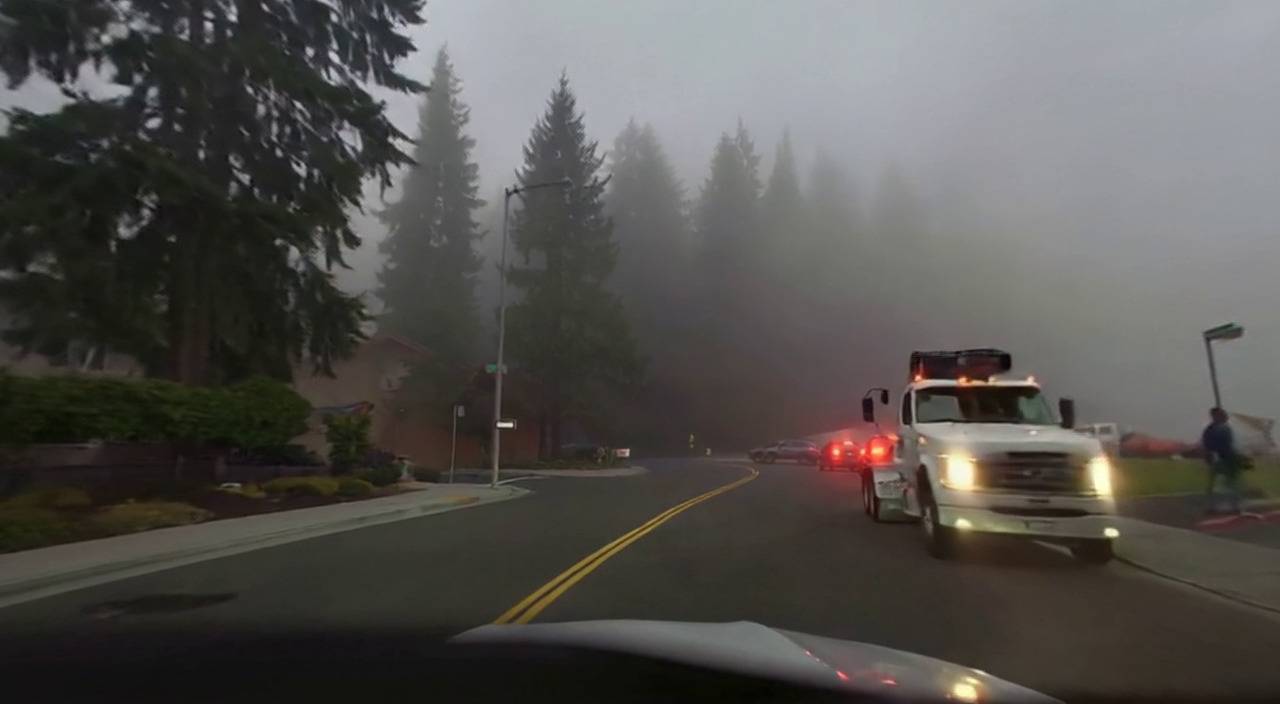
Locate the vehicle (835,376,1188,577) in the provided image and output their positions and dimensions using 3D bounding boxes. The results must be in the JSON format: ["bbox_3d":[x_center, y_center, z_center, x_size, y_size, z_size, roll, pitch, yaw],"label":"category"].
[{"bbox_3d":[4.941,1.851,10.288,2.874,2.021,7.293,-3,-9,14],"label":"vehicle"}]

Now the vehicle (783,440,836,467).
[{"bbox_3d":[11.582,6.975,43.439,1.967,1.698,4.649,1,-9,-5],"label":"vehicle"}]
